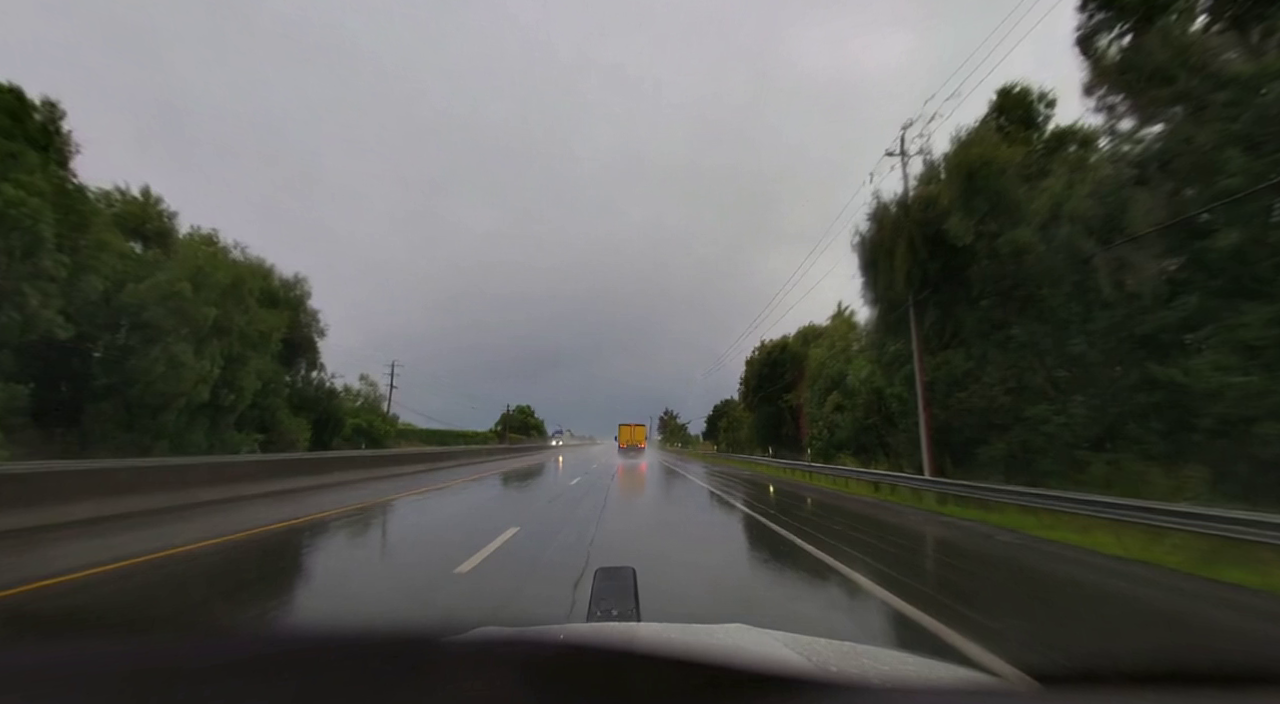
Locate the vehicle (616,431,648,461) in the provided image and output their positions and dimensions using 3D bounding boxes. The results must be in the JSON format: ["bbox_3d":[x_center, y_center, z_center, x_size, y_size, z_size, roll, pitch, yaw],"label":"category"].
[{"bbox_3d":[-0.622,6.981,46.937,2.240,2.129,4.480,0,-8,-2],"label":"vehicle"}]
